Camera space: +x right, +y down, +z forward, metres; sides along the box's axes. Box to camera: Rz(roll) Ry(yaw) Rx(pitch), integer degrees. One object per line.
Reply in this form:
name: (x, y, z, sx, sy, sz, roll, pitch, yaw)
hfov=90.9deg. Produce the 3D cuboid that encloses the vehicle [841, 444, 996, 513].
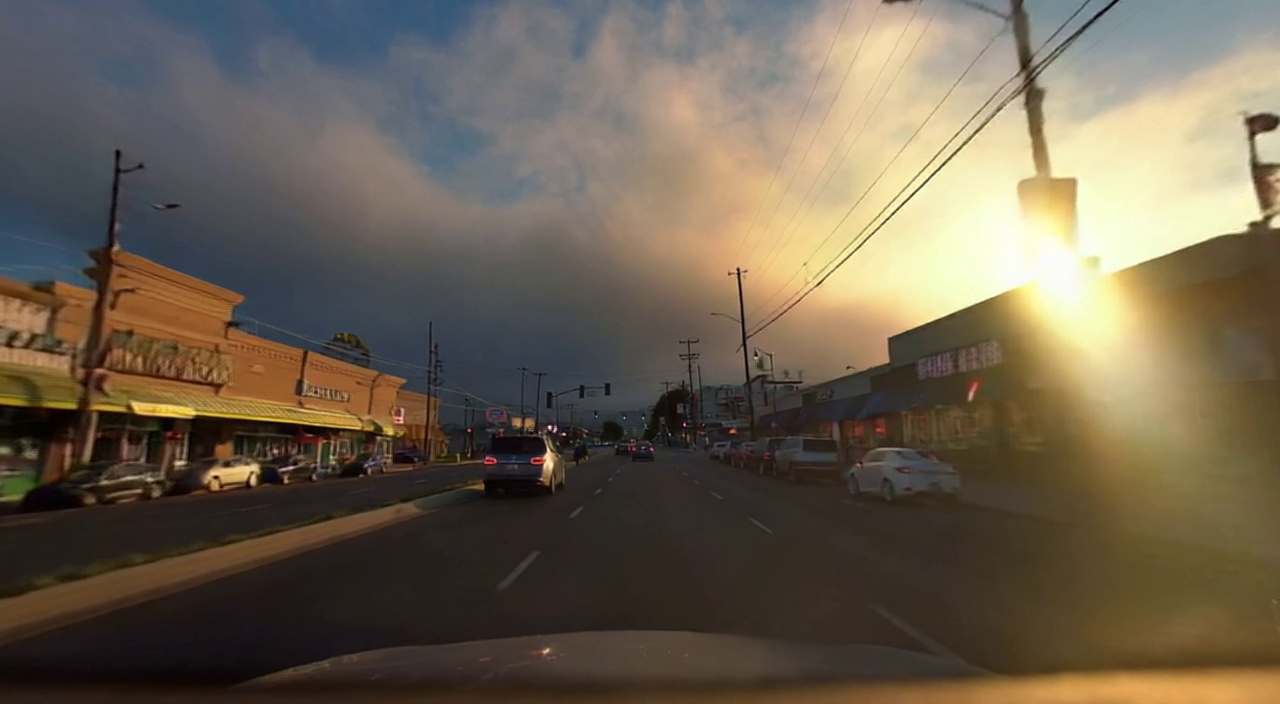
vehicle: (6.727, 3.064, 15.825, 1.871, 1.478, 4.272, 0, -9, -1)

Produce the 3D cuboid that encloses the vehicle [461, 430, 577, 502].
vehicle: (-3.033, 2.987, 16.910, 2.049, 1.646, 4.445, -1, -9, 3)

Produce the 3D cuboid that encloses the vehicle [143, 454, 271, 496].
vehicle: (-17.247, 4.890, 25.432, 1.800, 1.470, 4.548, -1, -9, 2)

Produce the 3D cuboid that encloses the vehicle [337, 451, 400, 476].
vehicle: (-17.114, 7.051, 40.002, 1.894, 1.458, 4.565, 0, -9, 1)

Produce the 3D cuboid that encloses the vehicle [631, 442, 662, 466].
vehicle: (0.413, 6.863, 42.495, 2.037, 1.484, 4.073, 0, -9, 0)

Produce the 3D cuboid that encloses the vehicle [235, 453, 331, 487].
vehicle: (-17.176, 5.660, 30.641, 2.046, 1.458, 4.539, 0, -9, 0)

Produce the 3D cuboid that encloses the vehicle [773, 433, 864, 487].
vehicle: (6.765, 4.160, 24.627, 2.005, 1.858, 5.253, 0, -9, 0)

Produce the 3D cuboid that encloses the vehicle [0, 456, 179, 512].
vehicle: (-17.328, 4.083, 19.997, 1.788, 1.475, 4.737, 0, -9, 0)
